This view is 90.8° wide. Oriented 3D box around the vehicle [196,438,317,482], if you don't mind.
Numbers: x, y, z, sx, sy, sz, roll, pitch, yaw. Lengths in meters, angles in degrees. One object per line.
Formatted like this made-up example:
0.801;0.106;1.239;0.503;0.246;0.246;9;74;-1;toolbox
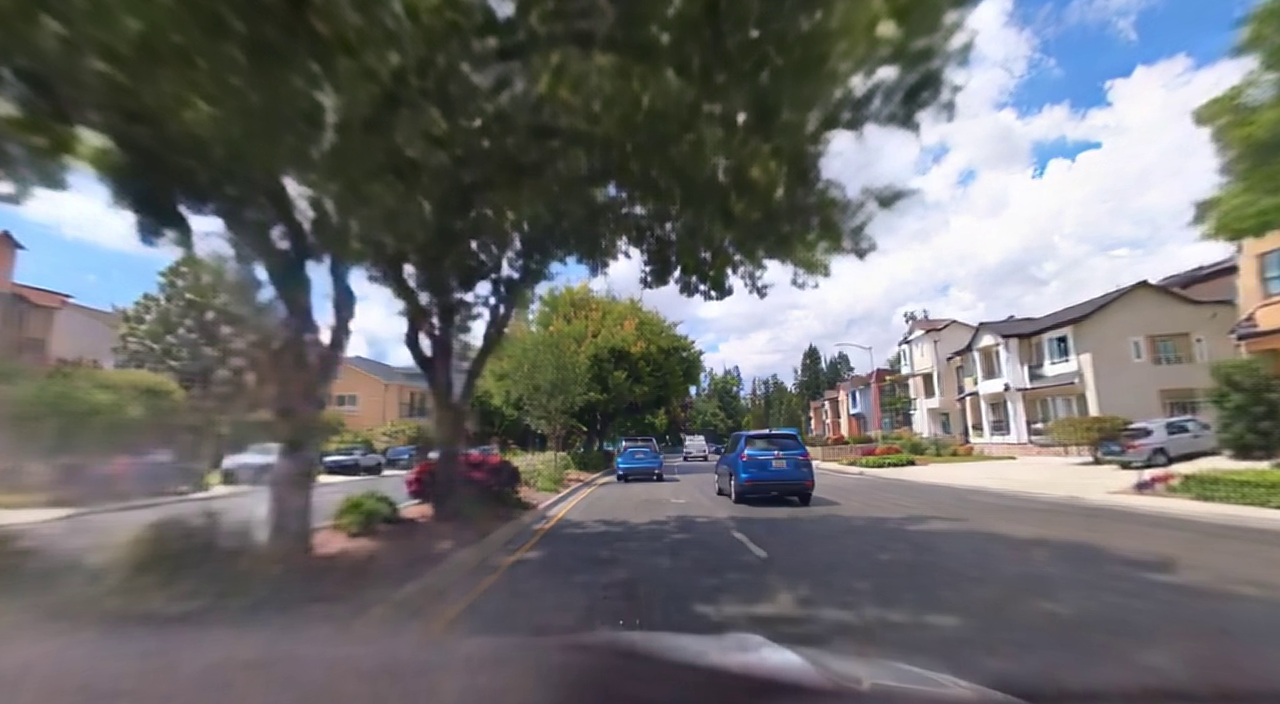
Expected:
-18.484;5.270;30.875;2.195;1.894;5.489;-2;-10;3;vehicle

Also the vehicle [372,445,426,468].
-17.919;7.808;47.230;2.010;1.609;4.549;-1;-10;4;vehicle

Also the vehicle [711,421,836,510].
3.012;2.687;15.300;2.033;1.823;4.409;0;-9;0;vehicle

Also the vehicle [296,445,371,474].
-18.433;6.525;38.276;1.961;1.556;4.791;-2;-10;3;vehicle

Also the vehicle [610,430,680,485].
0.233;3.963;23.974;2.345;1.841;5.032;0;-9;1;vehicle

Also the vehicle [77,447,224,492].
-18.722;4.532;24.550;1.954;1.570;4.828;0;-10;-2;vehicle
